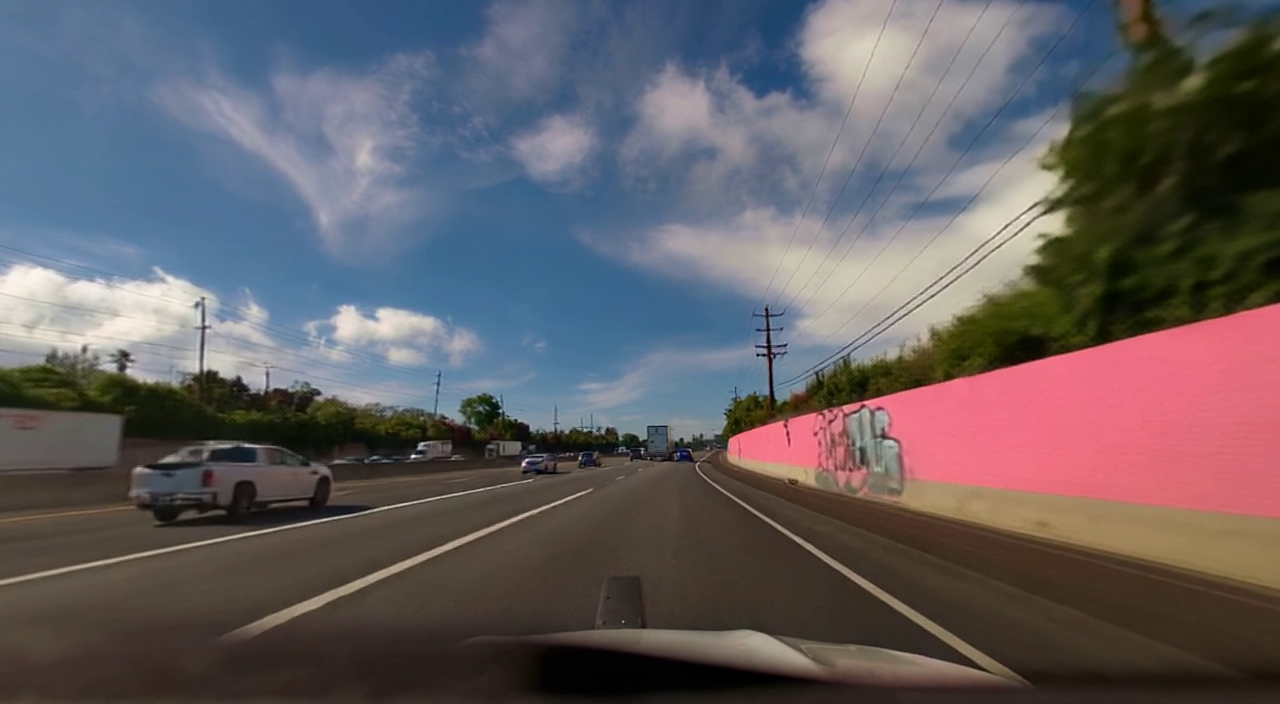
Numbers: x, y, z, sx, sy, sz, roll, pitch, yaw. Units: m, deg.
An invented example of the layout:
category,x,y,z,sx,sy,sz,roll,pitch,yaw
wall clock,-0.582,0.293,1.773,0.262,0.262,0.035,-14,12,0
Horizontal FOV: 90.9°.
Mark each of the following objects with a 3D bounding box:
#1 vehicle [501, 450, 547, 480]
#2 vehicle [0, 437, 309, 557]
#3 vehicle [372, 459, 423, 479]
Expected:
category,x,y,z,sx,sy,sz,roll,pitch,yaw
vehicle,-6.143,5.987,33.659,1.708,1.489,2.840,-1,-9,4
vehicle,-7.538,2.232,10.336,1.966,1.565,3.766,-1,-9,3
vehicle,-17.834,8.614,46.502,1.944,1.385,3.712,-1,-9,6
